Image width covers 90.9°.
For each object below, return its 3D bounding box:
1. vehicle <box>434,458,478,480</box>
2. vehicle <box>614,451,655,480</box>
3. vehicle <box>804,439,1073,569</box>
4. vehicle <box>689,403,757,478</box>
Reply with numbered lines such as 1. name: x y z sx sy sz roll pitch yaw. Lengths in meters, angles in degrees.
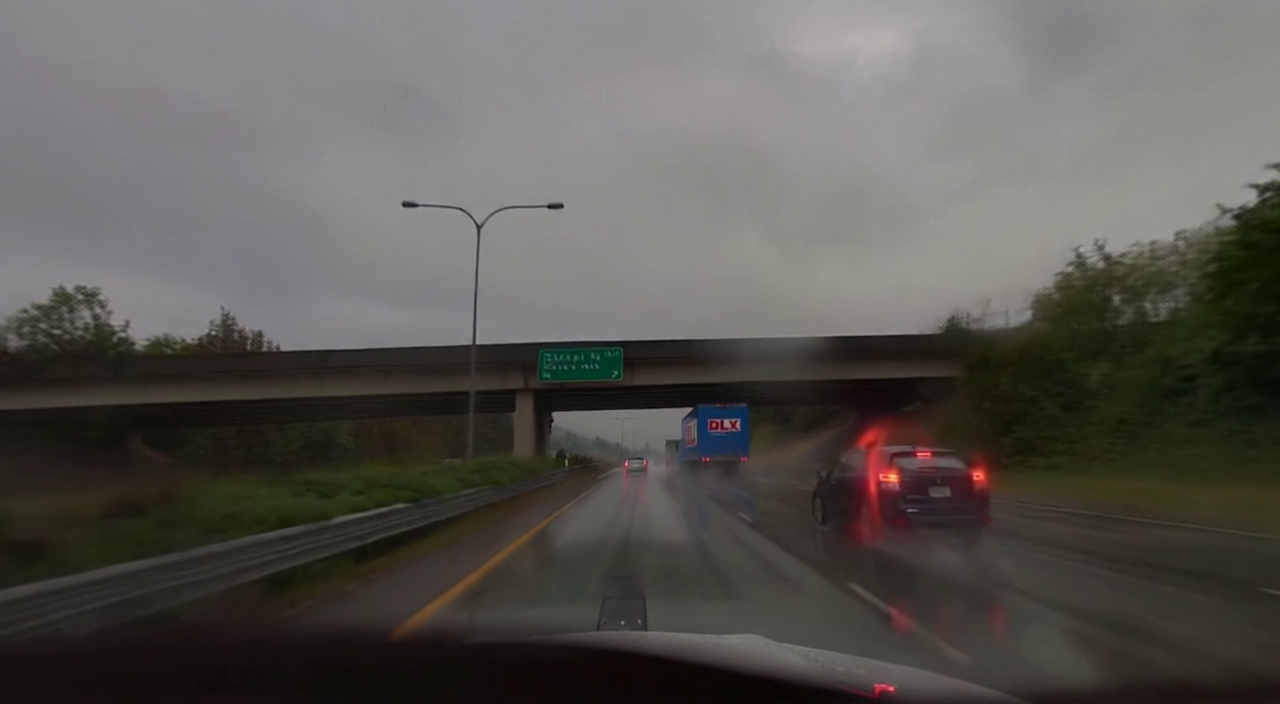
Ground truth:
1. vehicle: -13.669 8.718 47.043 1.831 1.464 4.303 -1 -9 2
2. vehicle: -0.309 6.031 33.762 2.055 1.445 3.661 0 -9 0
3. vehicle: 3.967 2.069 9.351 1.894 1.452 4.164 0 -9 -1
4. vehicle: 4.822 5.417 38.260 2.838 3.985 8.010 0 -9 -1
